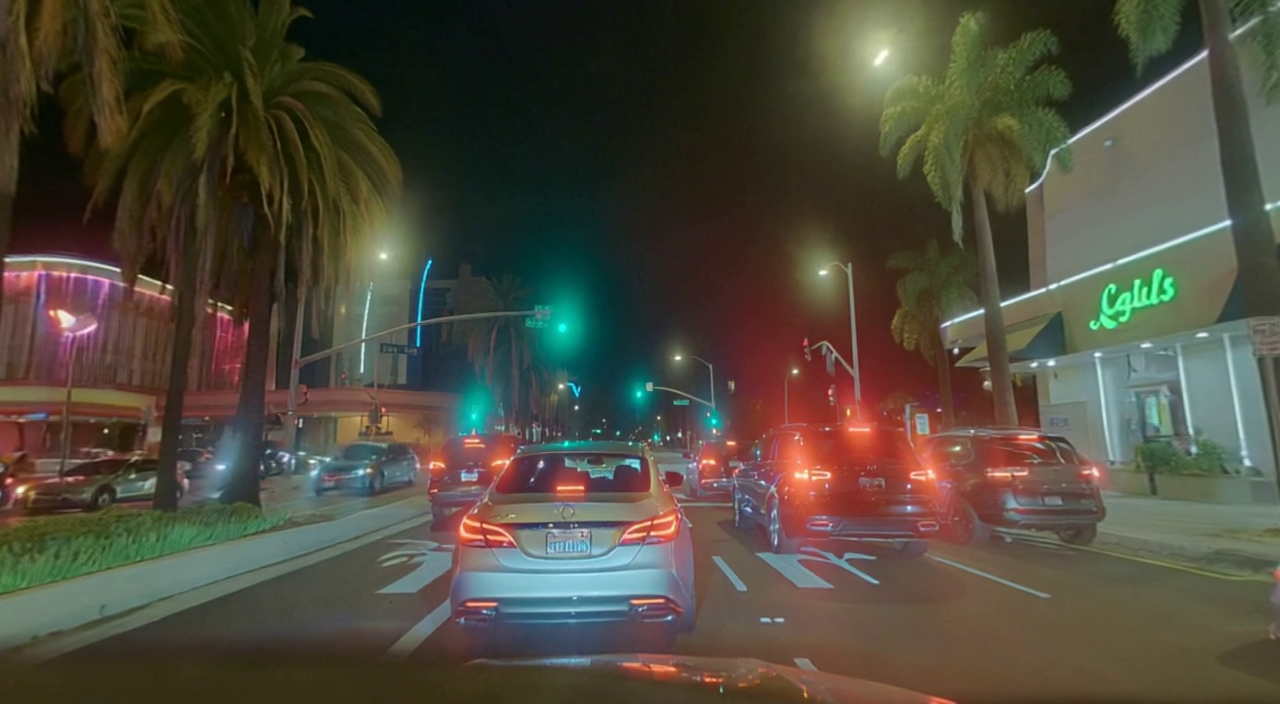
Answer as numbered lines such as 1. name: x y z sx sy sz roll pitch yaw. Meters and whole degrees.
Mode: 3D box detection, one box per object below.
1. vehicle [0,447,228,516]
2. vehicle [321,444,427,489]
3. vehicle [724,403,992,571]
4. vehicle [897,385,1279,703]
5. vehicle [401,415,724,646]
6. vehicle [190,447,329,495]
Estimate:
1. vehicle: -12.851 3.138 15.926 1.870 1.475 4.531 0 -9 0
2. vehicle: -9.389 4.048 22.759 1.949 1.442 4.502 0 -9 -1
3. vehicle: 2.626 1.765 9.007 2.096 1.775 4.440 0 -9 -2
4. vehicle: 2.607 0.812 1.488 2.085 1.469 4.458 0 -9 -1
5. vehicle: -0.511 1.471 6.228 2.096 1.492 4.071 0 -9 0
6. vehicle: -12.874 4.018 21.815 1.856 1.455 4.700 0 -9 0
